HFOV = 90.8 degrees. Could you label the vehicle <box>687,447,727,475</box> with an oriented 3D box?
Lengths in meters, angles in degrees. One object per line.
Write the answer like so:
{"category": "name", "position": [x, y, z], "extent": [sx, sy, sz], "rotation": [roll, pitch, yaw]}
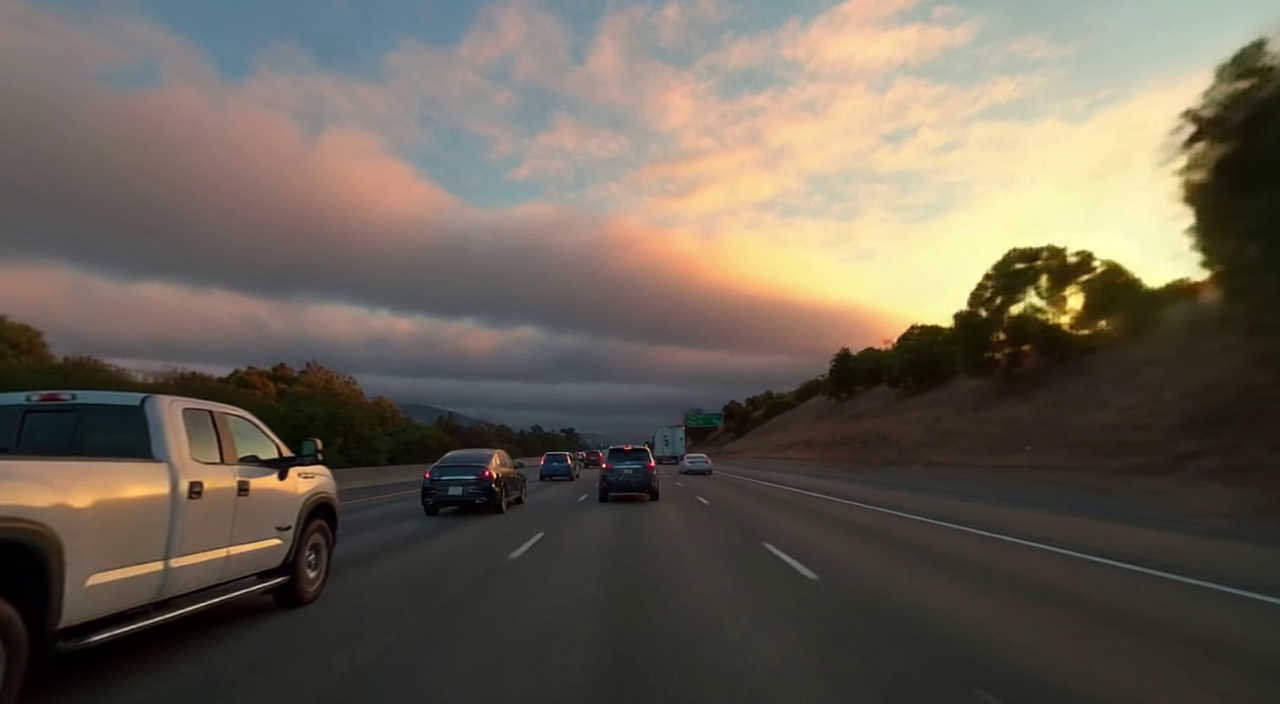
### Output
{"category": "vehicle", "position": [3.894, 6.449, 37.369], "extent": [1.858, 1.537, 3.838], "rotation": [0, -9, -1]}

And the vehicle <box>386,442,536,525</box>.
{"category": "vehicle", "position": [-3.678, 2.790, 13.946], "extent": [1.988, 1.501, 4.438], "rotation": [0, -9, 0]}

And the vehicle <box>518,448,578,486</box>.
{"category": "vehicle", "position": [-3.872, 4.932, 27.318], "extent": [1.999, 1.484, 4.269], "rotation": [0, -9, 0]}

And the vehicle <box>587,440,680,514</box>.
{"category": "vehicle", "position": [-0.151, 2.963, 15.301], "extent": [1.996, 1.574, 3.426], "rotation": [0, -9, 0]}

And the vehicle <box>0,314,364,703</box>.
{"category": "vehicle", "position": [-3.890, 0.949, 3.728], "extent": [2.243, 1.889, 4.949], "rotation": [0, -9, 0]}
